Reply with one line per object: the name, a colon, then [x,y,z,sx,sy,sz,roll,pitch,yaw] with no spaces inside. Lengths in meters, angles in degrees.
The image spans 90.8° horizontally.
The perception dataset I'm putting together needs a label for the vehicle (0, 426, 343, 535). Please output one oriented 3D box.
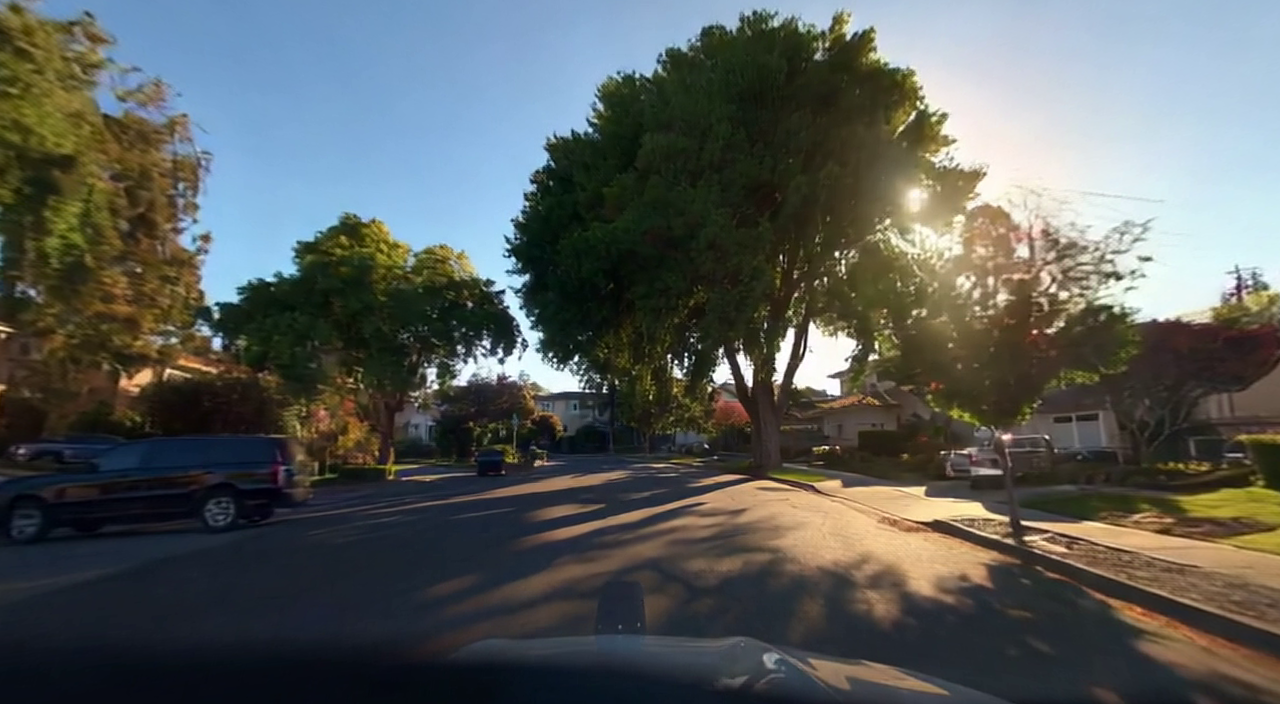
vehicle: [-7.918,2.140,10.808,4.692,1.660,1.879,0,-9,-1]
